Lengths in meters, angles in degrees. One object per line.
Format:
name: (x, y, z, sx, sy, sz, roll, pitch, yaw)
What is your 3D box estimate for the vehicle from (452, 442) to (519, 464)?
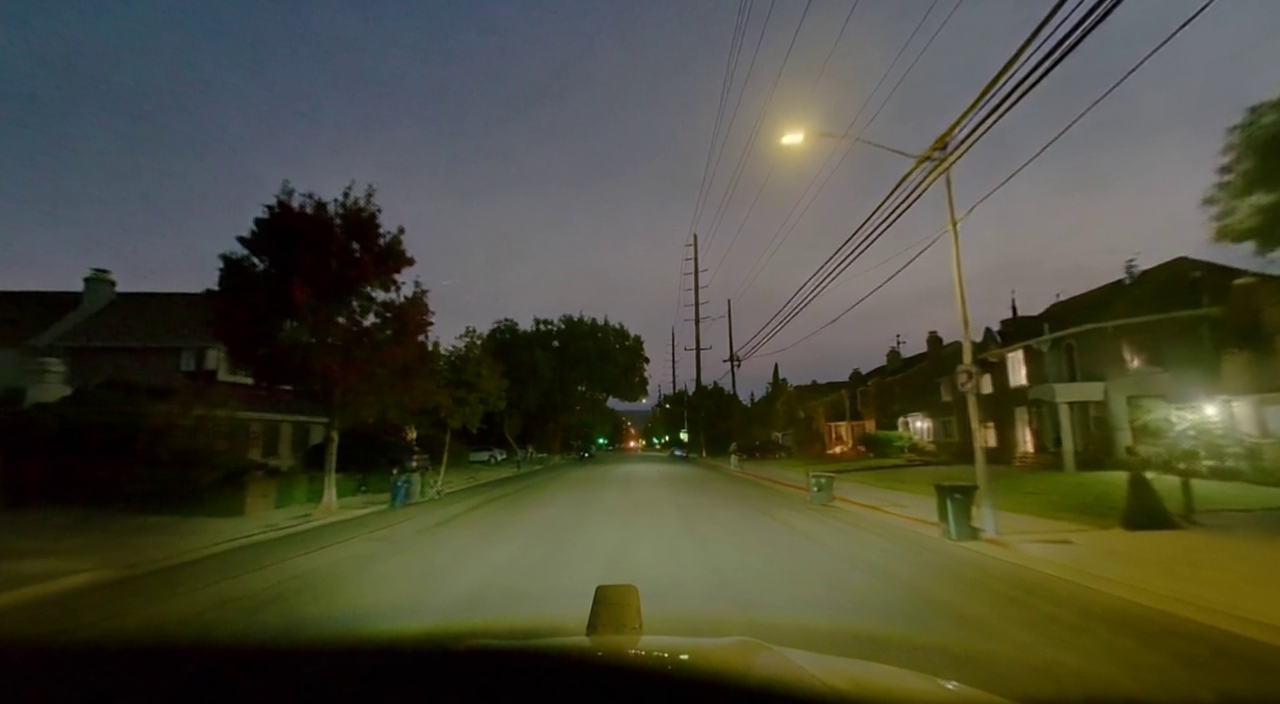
vehicle: (-11.114, 7.299, 45.598, 4.371, 1.482, 1.954, 0, -9, -2)

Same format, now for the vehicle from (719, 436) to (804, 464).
vehicle: (9.239, 7.493, 48.487, 5.890, 1.896, 2.459, -1, -8, -3)
